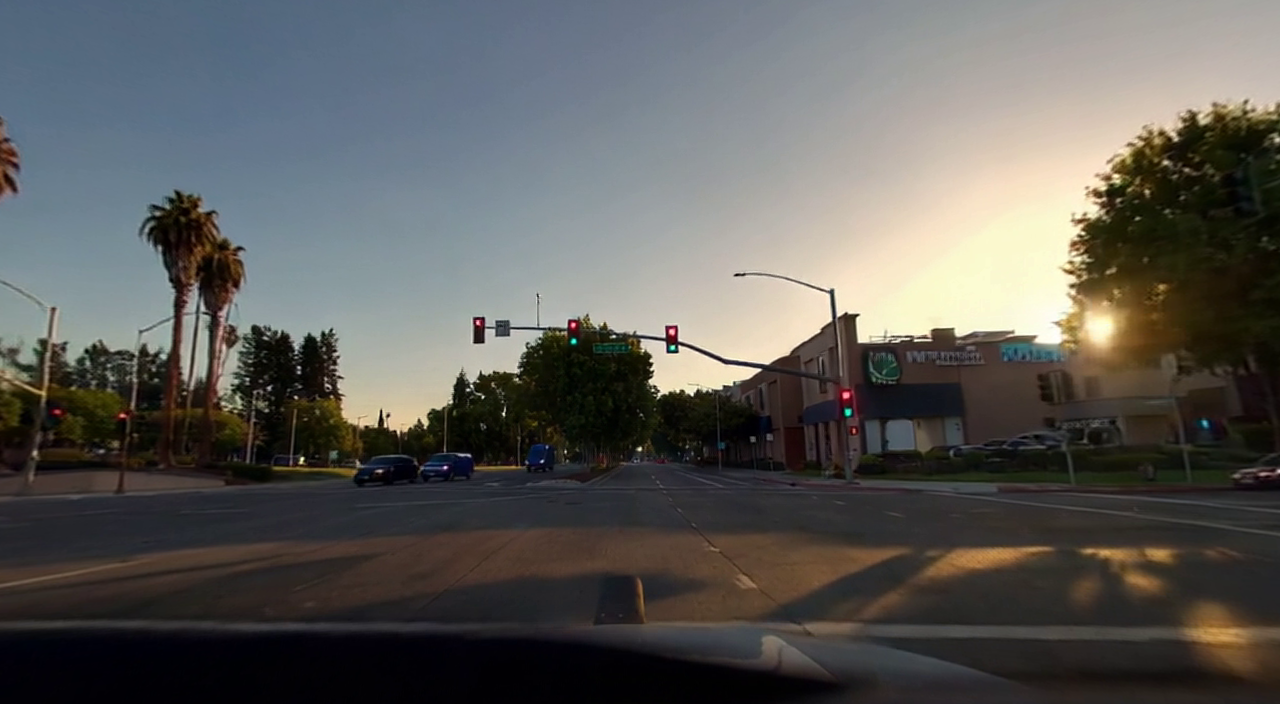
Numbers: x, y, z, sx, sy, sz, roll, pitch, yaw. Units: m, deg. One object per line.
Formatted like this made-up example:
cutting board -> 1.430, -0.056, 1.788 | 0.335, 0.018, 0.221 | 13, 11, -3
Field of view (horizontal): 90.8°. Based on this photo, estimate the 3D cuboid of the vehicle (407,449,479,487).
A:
vehicle -> -9.583, 5.660, 31.151 | 2.074, 1.681, 4.417 | 0, -9, 0

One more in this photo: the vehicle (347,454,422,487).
vehicle -> -13.756, 6.386, 34.381 | 1.995, 1.632, 4.609 | 0, -9, 2
